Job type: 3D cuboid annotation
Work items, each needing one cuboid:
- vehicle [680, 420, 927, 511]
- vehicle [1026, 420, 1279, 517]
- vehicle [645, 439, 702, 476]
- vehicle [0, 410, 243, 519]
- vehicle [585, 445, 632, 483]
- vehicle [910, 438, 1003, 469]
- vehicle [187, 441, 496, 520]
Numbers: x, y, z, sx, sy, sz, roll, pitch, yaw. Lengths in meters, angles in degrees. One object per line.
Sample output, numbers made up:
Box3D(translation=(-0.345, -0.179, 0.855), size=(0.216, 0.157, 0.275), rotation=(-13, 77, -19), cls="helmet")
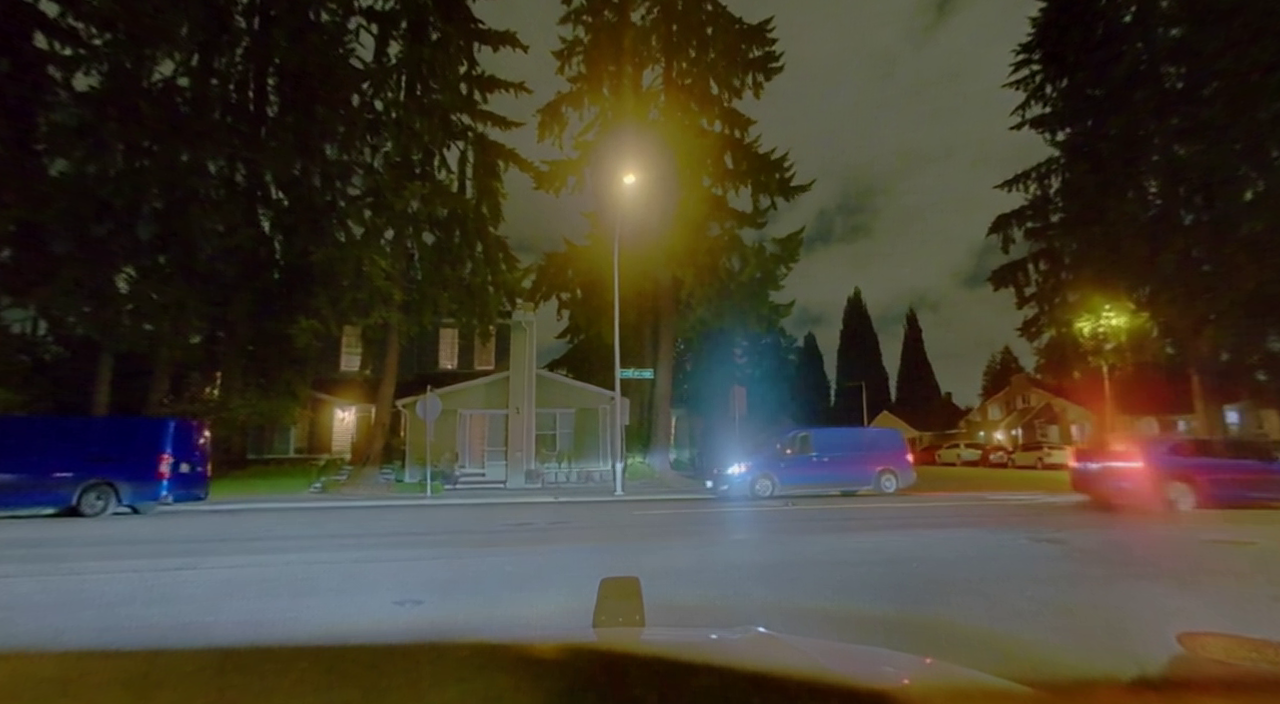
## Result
Box3D(translation=(3.637, 2.565, 14.600), size=(5.047, 1.851, 2.103), rotation=(1, -9, -10), cls="vehicle")
Box3D(translation=(10.101, 2.084, 11.635), size=(4.684, 1.556, 2.087), rotation=(1, -9, -7), cls="vehicle")
Box3D(translation=(1.384, 4.557, 27.592), size=(1.745, 1.461, 4.074), rotation=(1, -9, -8), cls="vehicle")
Box3D(translation=(-14.897, 2.878, 15.792), size=(7.824, 2.323, 2.863), rotation=(-1, -10, -5), cls="vehicle")
Box3D(translation=(-1.416, 4.711, 26.861), size=(1.648, 1.430, 3.654), rotation=(4, -9, -7), cls="vehicle")
Box3D(translation=(20.758, 6.653, 41.579), size=(4.984, 1.912, 2.132), rotation=(1, -9, -7), cls="vehicle")
Box3D(translation=(-7.331, 3.255, 16.533), size=(6.643, 1.777, 2.925), rotation=(1, -9, -7), cls="vehicle")
